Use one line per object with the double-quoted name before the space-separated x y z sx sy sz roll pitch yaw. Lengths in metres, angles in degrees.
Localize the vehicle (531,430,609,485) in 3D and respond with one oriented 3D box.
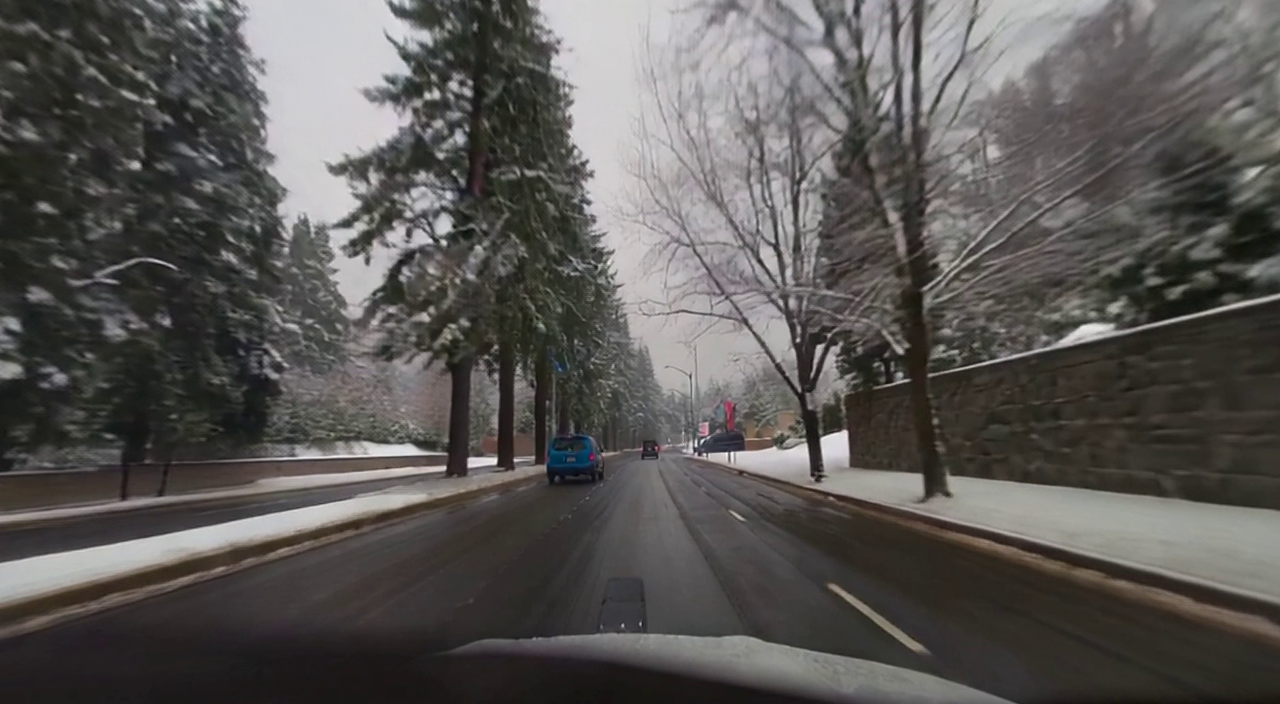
"vehicle" -2.494 3.956 23.805 2.281 1.837 4.845 0 -8 2
